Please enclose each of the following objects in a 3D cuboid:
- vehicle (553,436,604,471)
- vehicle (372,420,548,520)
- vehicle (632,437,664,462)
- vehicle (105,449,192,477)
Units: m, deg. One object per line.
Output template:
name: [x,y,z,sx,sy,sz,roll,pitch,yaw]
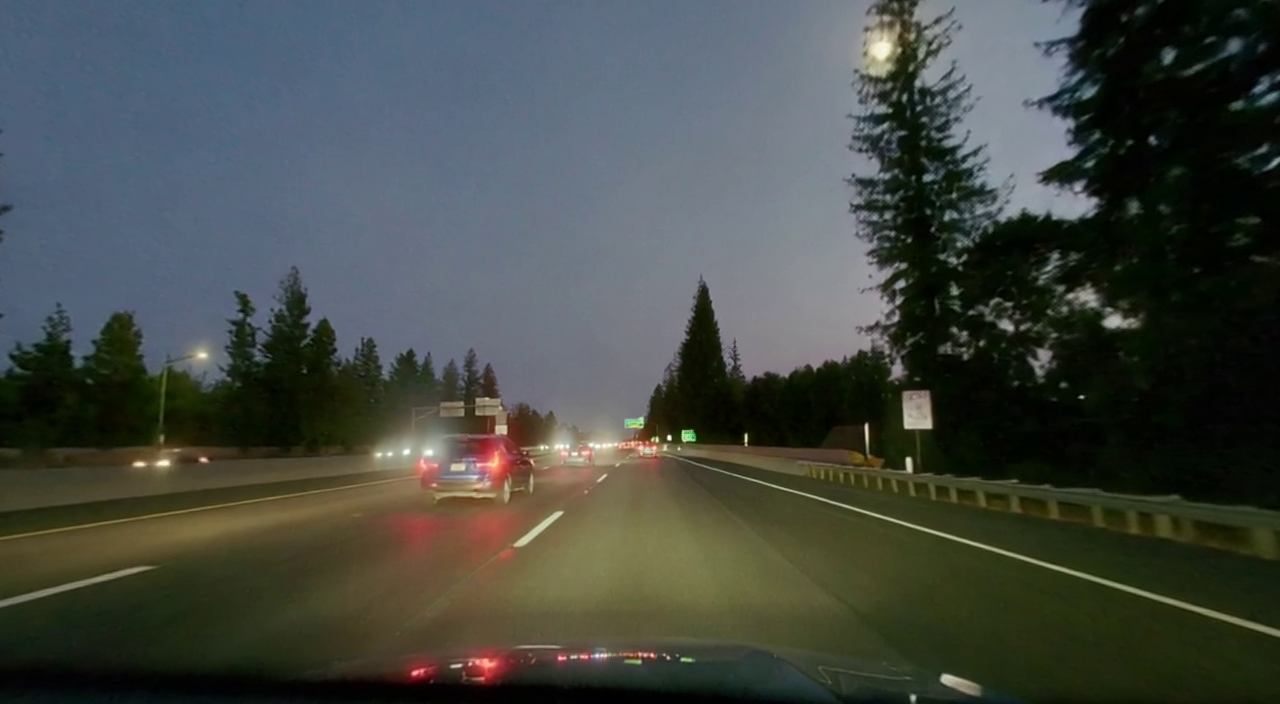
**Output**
vehicle: [-3.026,5.117,31.874,2.056,1.679,4.204,0,-8,2]
vehicle: [-3.422,2.360,13.198,2.040,1.672,5.122,0,-8,2]
vehicle: [0.601,7.328,47.467,2.285,1.797,4.478,0,-8,0]
vehicle: [-31.825,7.146,40.791,1.842,1.681,4.393,-1,-8,4]
